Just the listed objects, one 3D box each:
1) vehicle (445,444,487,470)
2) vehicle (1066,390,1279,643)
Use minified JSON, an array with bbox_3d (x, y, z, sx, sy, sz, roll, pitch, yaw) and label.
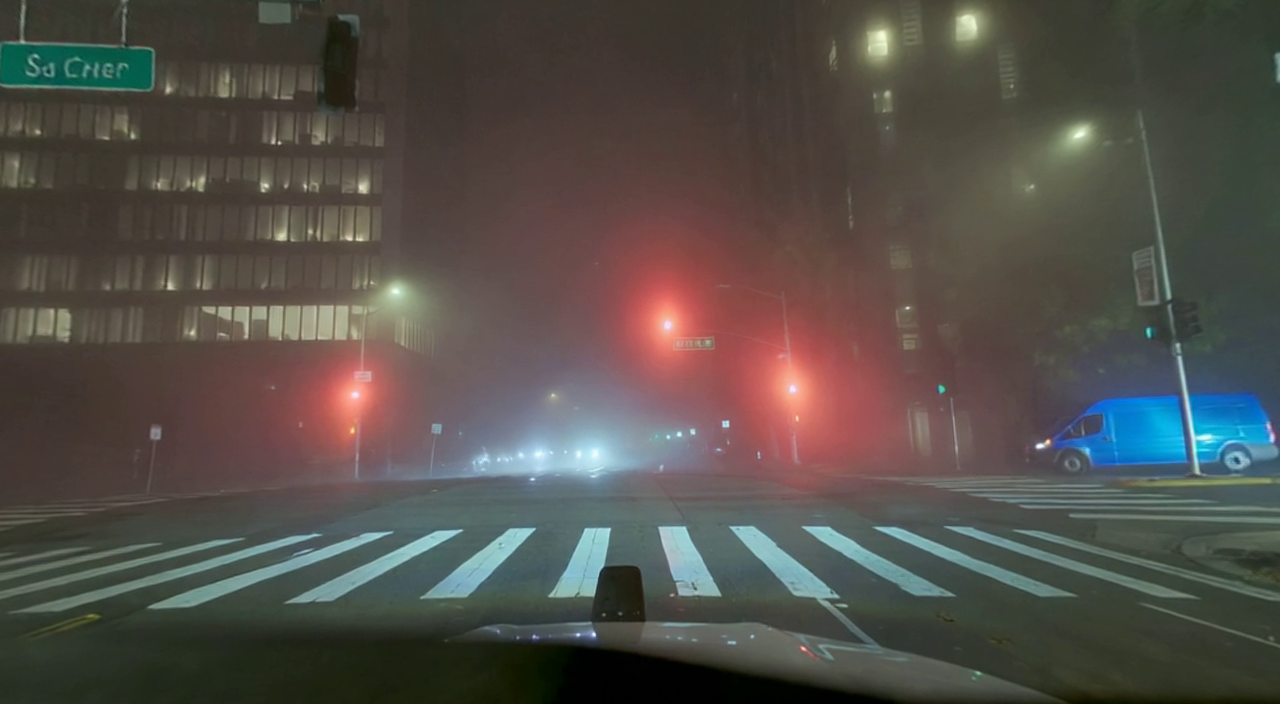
[{"bbox_3d":[-12.451,7.506,45.381,1.935,1.639,4.244,-3,-8,-2],"label":"vehicle"},{"bbox_3d":[5.651,1.137,4.241,2.070,1.804,4.881,0,-8,-1],"label":"vehicle"}]
